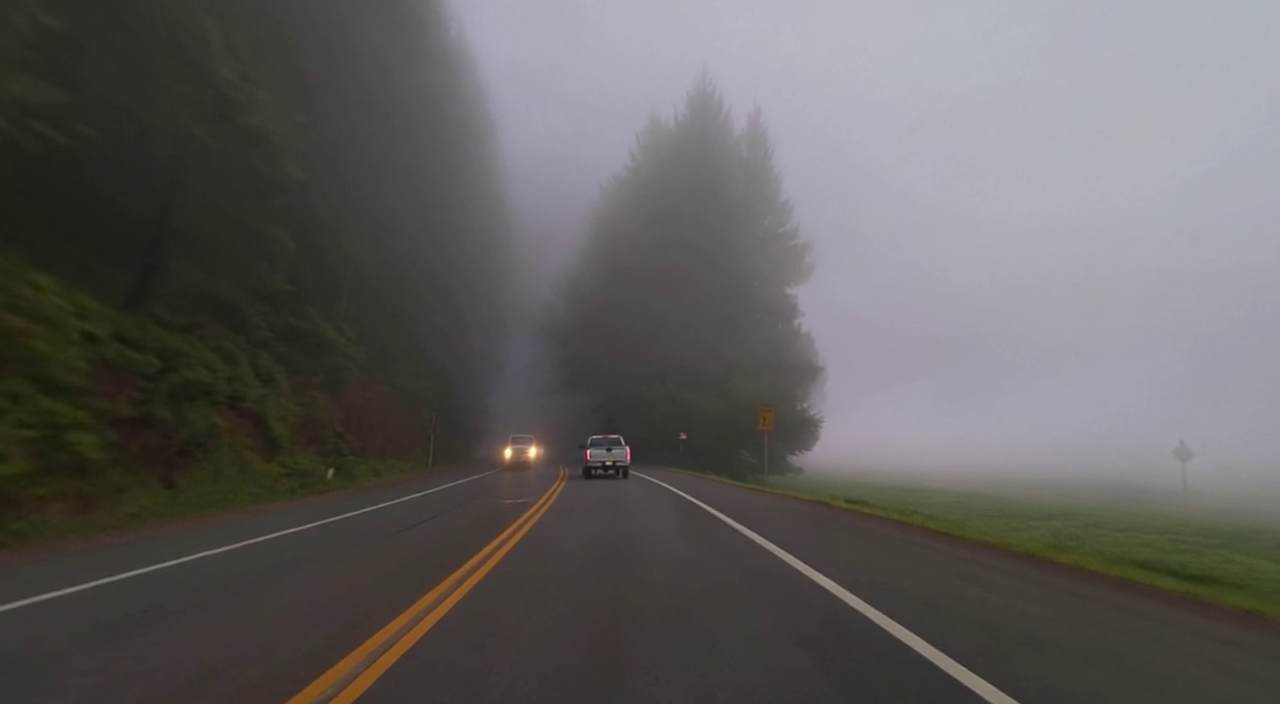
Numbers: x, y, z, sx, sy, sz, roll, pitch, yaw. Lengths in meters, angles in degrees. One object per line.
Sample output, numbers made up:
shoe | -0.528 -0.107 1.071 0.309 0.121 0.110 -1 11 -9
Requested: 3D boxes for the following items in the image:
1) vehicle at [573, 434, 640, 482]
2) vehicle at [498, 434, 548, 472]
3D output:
vehicle | -1.487 4.539 27.383 2.631 1.798 5.331 0 -8 -4
vehicle | -6.650 5.794 36.438 2.374 1.989 4.909 0 -8 -5
